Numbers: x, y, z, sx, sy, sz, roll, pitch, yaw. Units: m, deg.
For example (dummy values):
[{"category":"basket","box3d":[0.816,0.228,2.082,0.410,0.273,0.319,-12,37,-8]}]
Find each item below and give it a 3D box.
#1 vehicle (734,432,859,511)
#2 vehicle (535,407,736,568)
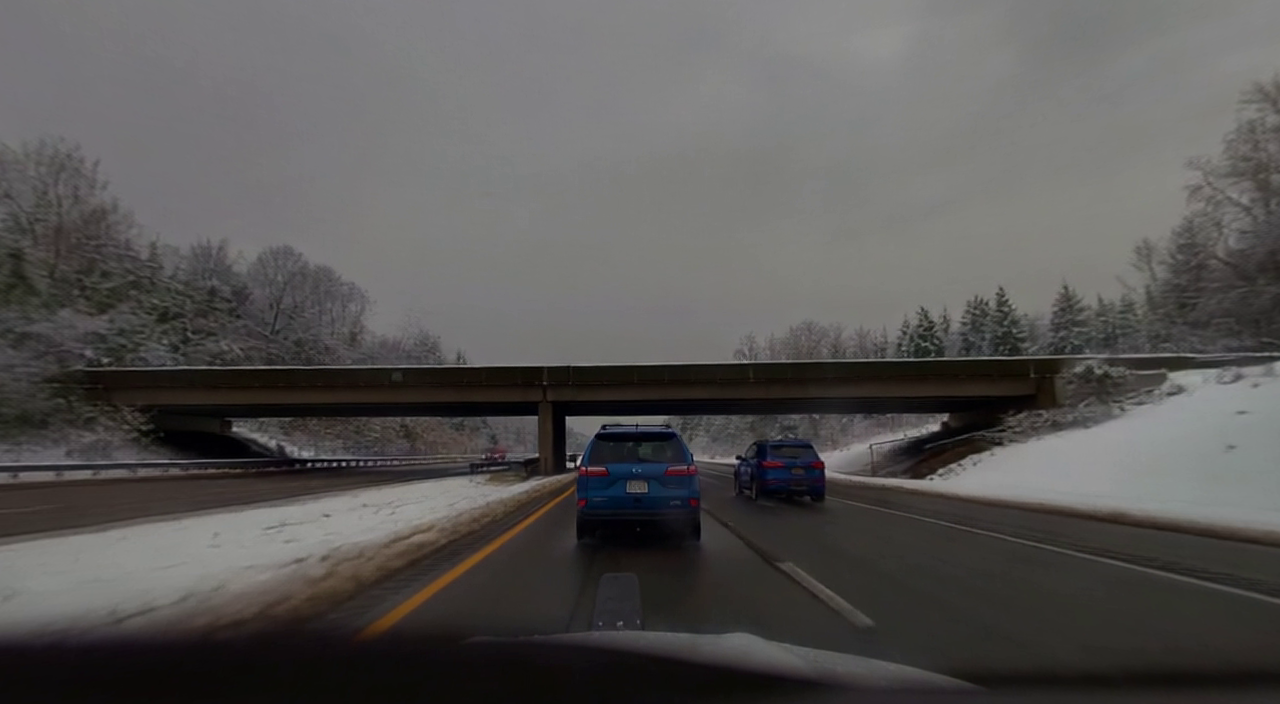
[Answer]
[{"category":"vehicle","box3d":[3.907,3.073,16.676,2.043,1.767,4.620,0,-9,-1]},{"category":"vehicle","box3d":[-0.056,1.861,9.300,2.288,1.823,4.059,0,-9,0]}]
